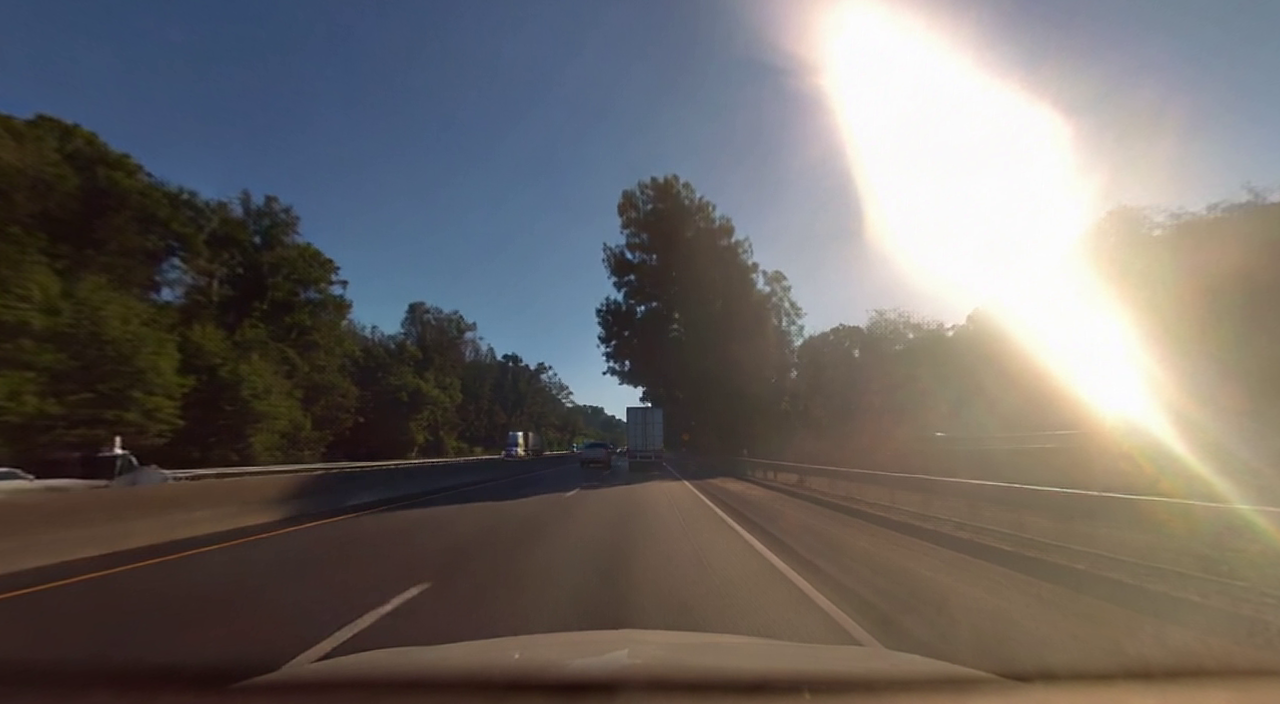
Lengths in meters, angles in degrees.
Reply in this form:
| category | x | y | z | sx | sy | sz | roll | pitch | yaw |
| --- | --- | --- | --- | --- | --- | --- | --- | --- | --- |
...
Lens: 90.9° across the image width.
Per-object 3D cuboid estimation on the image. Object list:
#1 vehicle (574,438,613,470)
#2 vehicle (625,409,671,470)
| category | x | y | z | sx | sy | sz | roll | pitch | yaw |
| --- | --- | --- | --- | --- | --- | --- | --- | --- | --- |
| vehicle | -3.235 | 7.310 | 45.253 | 2.283 | 2.156 | 5.546 | 0 | -9 | 1 |
| vehicle | 0.495 | 6.572 | 46.771 | 3.024 | 3.965 | 10.399 | 0 | -9 | -1 |
